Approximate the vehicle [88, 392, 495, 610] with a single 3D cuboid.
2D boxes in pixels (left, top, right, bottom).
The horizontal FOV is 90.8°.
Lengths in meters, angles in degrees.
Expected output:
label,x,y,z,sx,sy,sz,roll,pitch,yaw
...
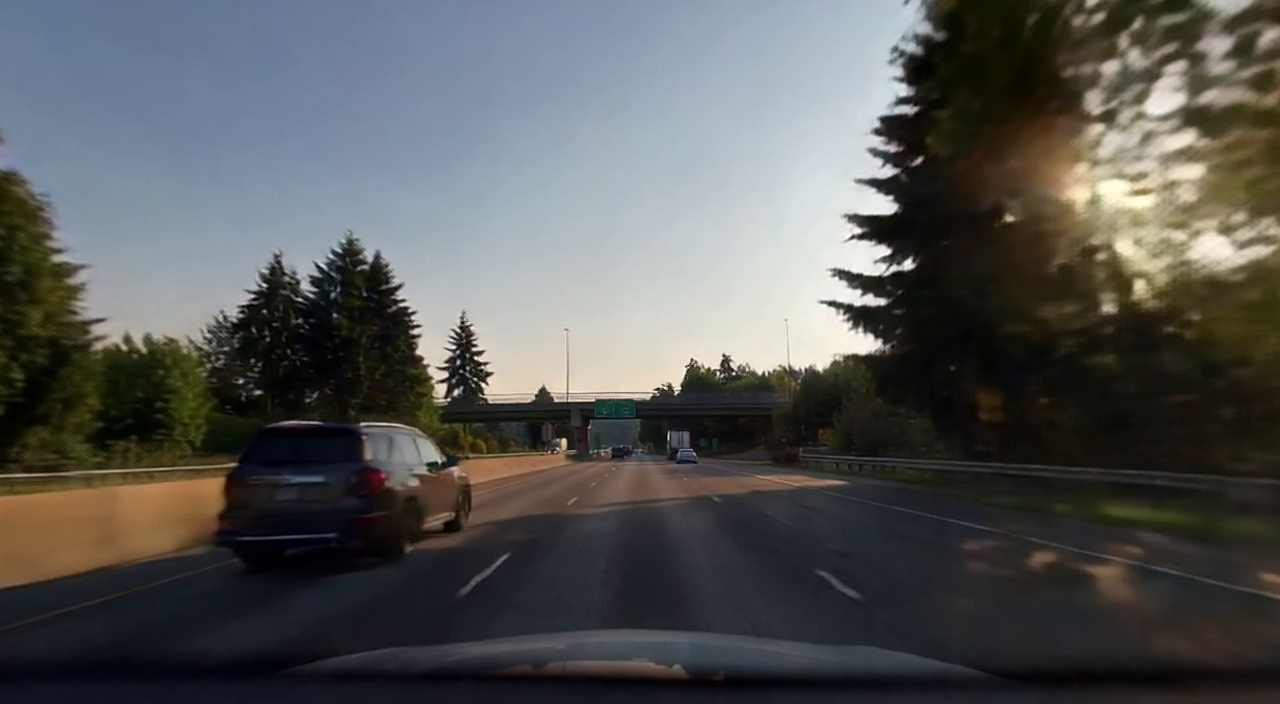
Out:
label,x,y,z,sx,sy,sz,roll,pitch,yaw
vehicle,-3.408,1.576,7.541,2.238,1.792,4.518,0,-9,0
